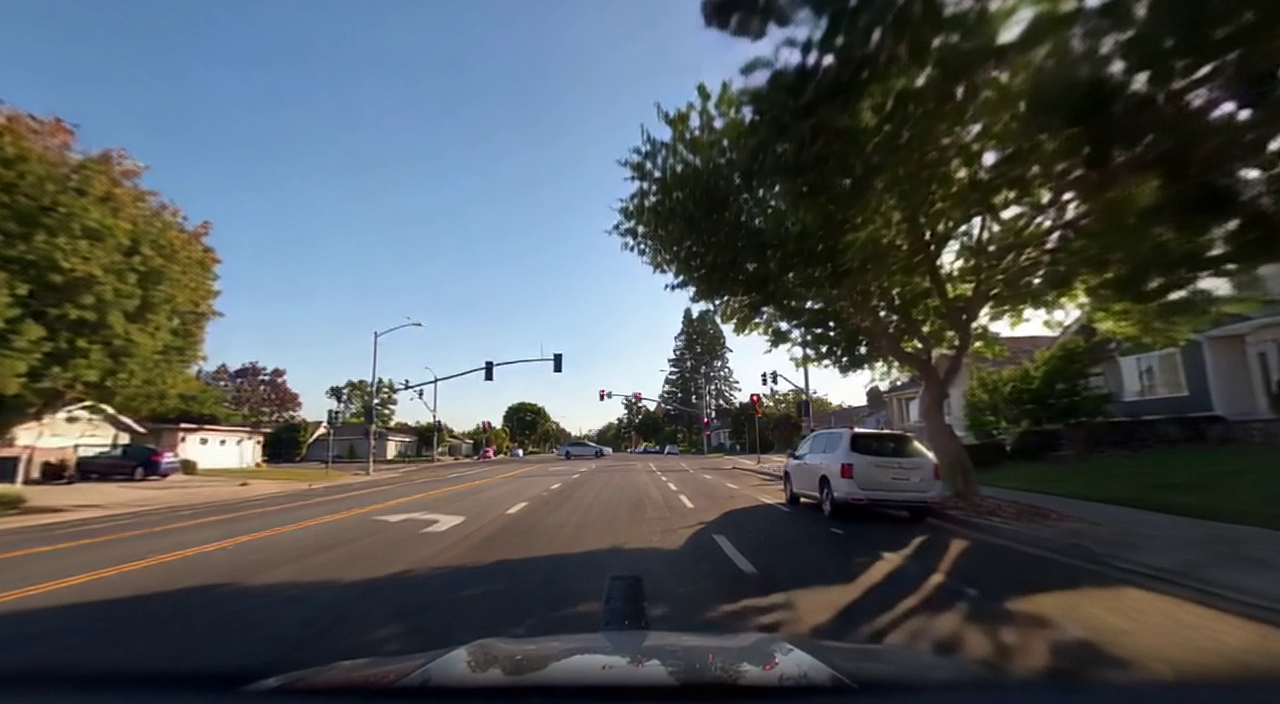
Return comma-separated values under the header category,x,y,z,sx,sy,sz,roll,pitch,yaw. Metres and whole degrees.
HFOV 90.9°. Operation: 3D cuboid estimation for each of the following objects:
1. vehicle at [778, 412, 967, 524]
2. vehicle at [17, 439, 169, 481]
category,x,y,z,sx,sy,sz,roll,pitch,yaw
vehicle,4.414,2.292,12.940,2.170,1.869,4.594,0,-9,1
vehicle,-22.664,4.479,26.258,4.334,1.668,2.069,0,-9,-1
